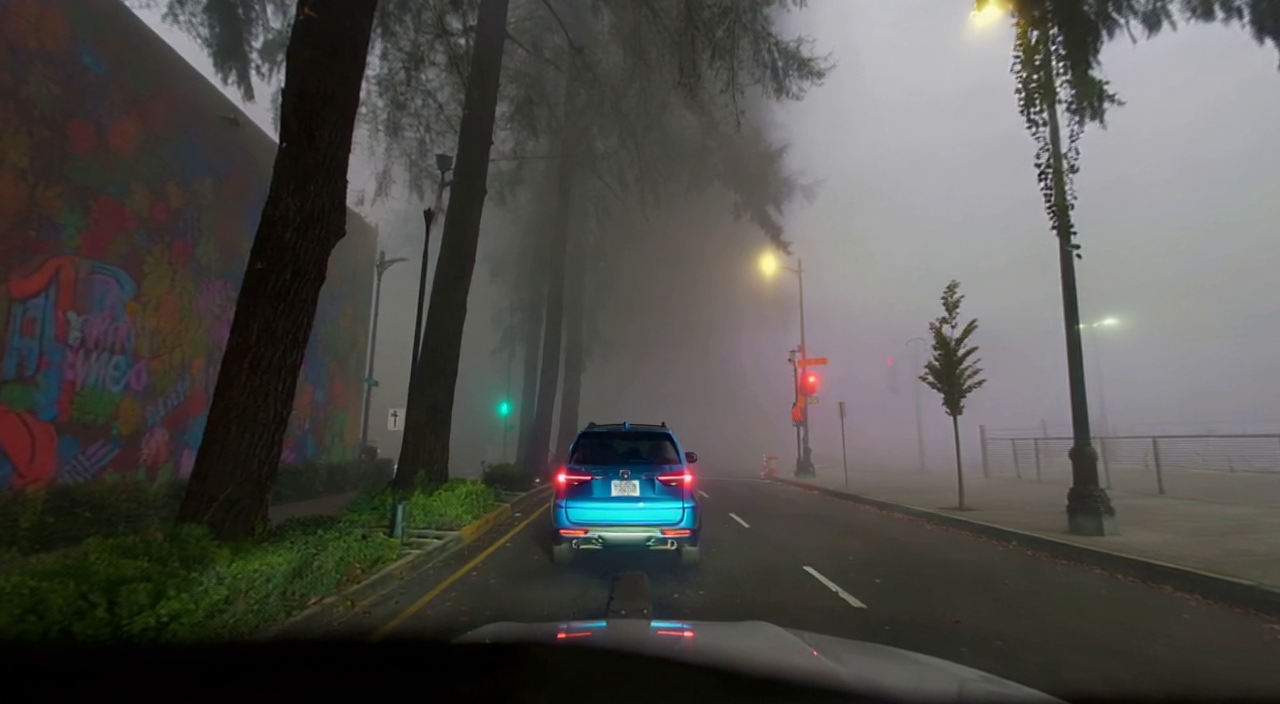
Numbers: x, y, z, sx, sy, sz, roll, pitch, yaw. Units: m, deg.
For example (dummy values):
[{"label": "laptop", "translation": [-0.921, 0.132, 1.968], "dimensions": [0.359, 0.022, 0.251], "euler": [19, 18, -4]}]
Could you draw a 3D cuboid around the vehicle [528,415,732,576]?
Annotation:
[{"label": "vehicle", "translation": [-0.128, 1.760, 8.448], "dimensions": [2.079, 1.621, 3.861], "euler": [0, -8, -1]}]
